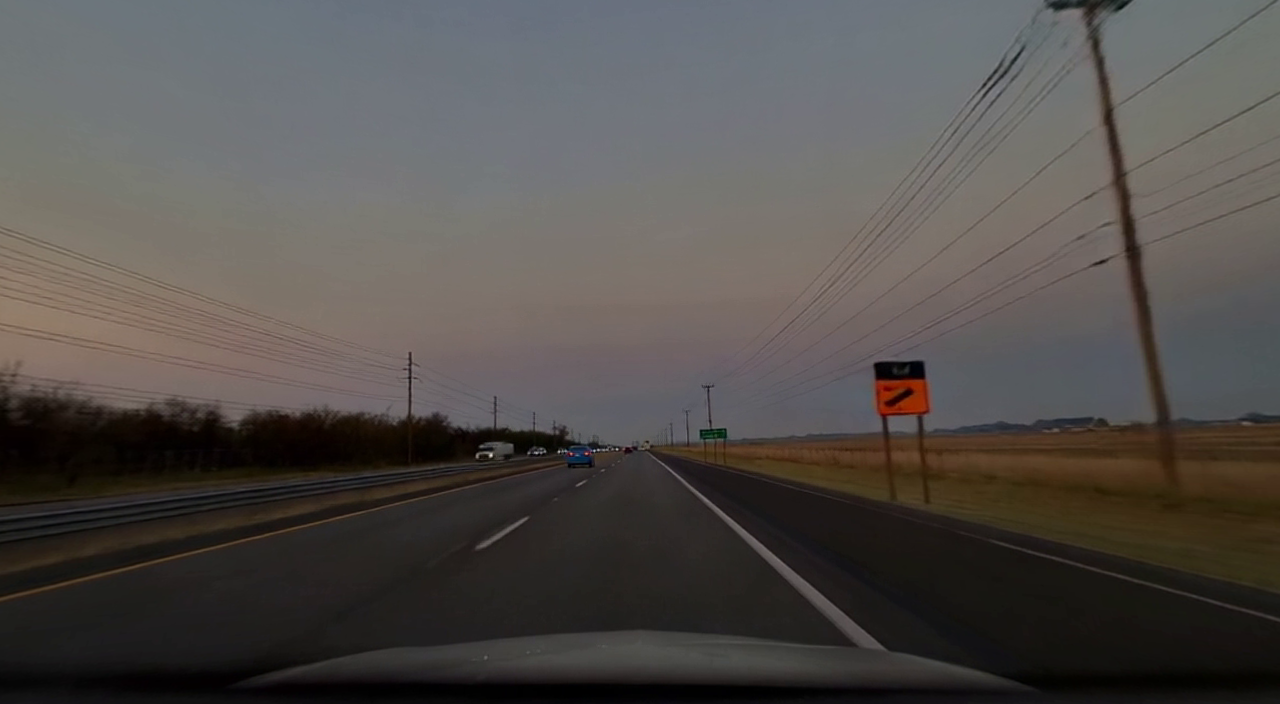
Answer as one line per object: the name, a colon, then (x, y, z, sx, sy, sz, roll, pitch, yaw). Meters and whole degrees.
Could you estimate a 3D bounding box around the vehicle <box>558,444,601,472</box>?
vehicle: (-3.586, 6.389, 38.098, 2.106, 1.543, 4.465, 0, -9, 1)
